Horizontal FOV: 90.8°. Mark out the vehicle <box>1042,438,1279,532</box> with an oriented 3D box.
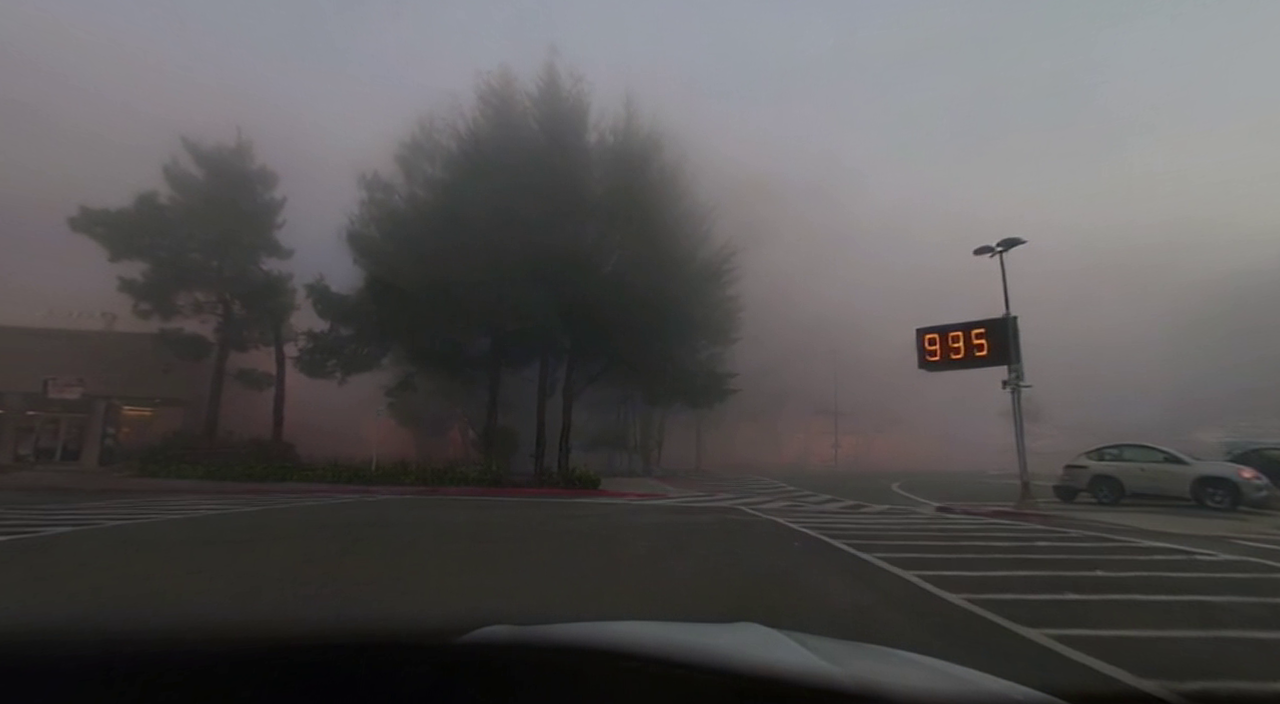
[{"bbox_3d":[11.032,2.517,12.670,2.140,1.507,4.856,1,-9,-11],"label":"vehicle"}]
